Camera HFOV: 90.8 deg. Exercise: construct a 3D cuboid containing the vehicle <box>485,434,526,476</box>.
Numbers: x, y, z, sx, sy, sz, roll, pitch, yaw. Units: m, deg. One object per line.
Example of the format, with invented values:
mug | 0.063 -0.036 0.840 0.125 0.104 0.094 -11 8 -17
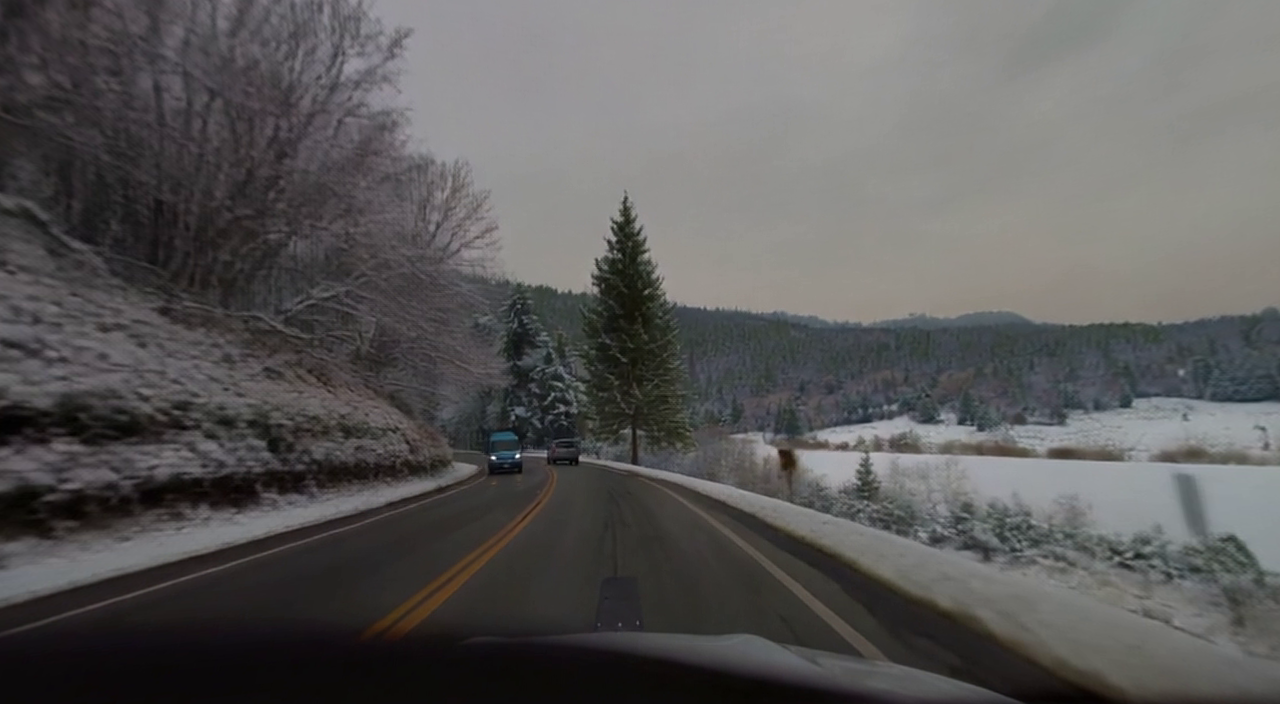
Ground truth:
vehicle | -8.715 6.619 40.747 2.373 2.488 5.160 2 -9 -13
